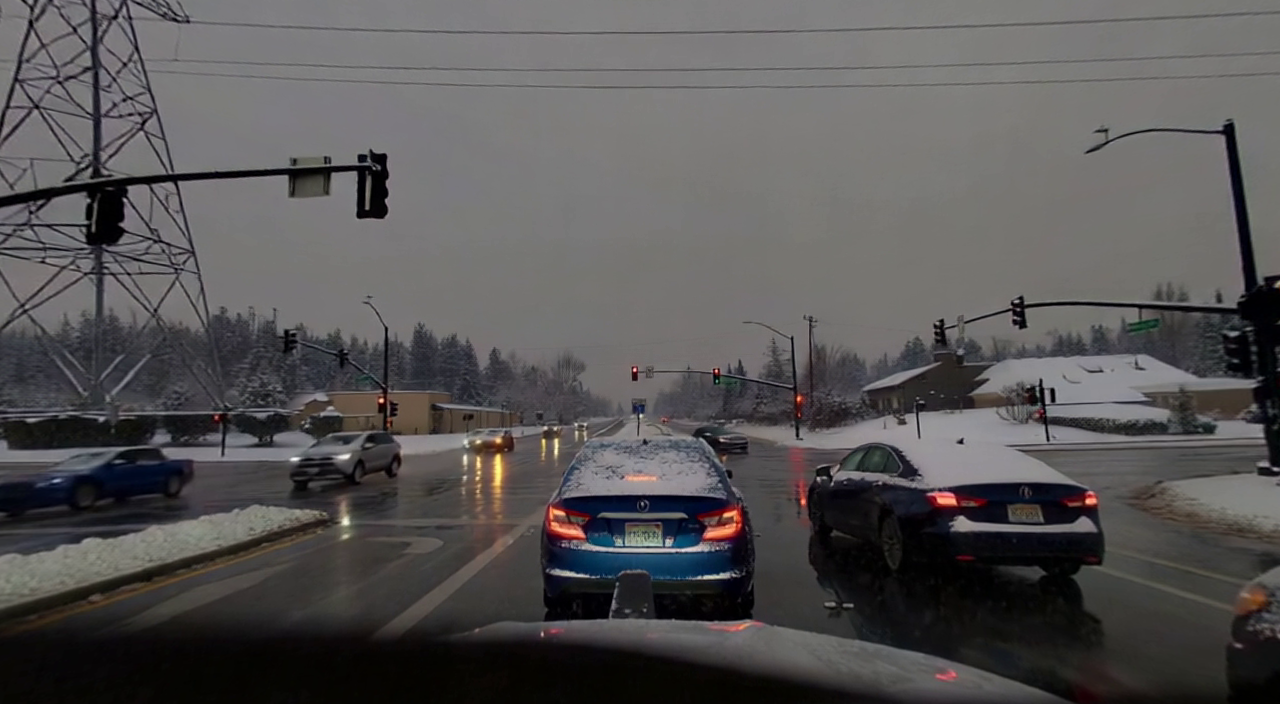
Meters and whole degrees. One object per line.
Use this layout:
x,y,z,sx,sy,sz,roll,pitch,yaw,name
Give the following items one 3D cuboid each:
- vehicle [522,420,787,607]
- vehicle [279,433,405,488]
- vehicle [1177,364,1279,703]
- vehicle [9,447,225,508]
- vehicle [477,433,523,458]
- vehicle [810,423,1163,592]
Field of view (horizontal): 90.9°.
0.104,1.597,7.131,2.117,1.474,4.036,0,-8,0,vehicle
-9.621,3.514,20.796,1.910,1.597,4.334,-1,-8,2,vehicle
3.401,0.590,0.630,1.926,1.614,4.330,0,-8,1,vehicle
-14.275,3.410,17.665,2.089,1.464,4.520,-1,-8,1,vehicle
-9.065,6.096,41.170,1.910,1.537,4.123,-1,-8,3,vehicle
3.645,1.684,7.724,1.835,1.473,4.190,0,-8,-2,vehicle
